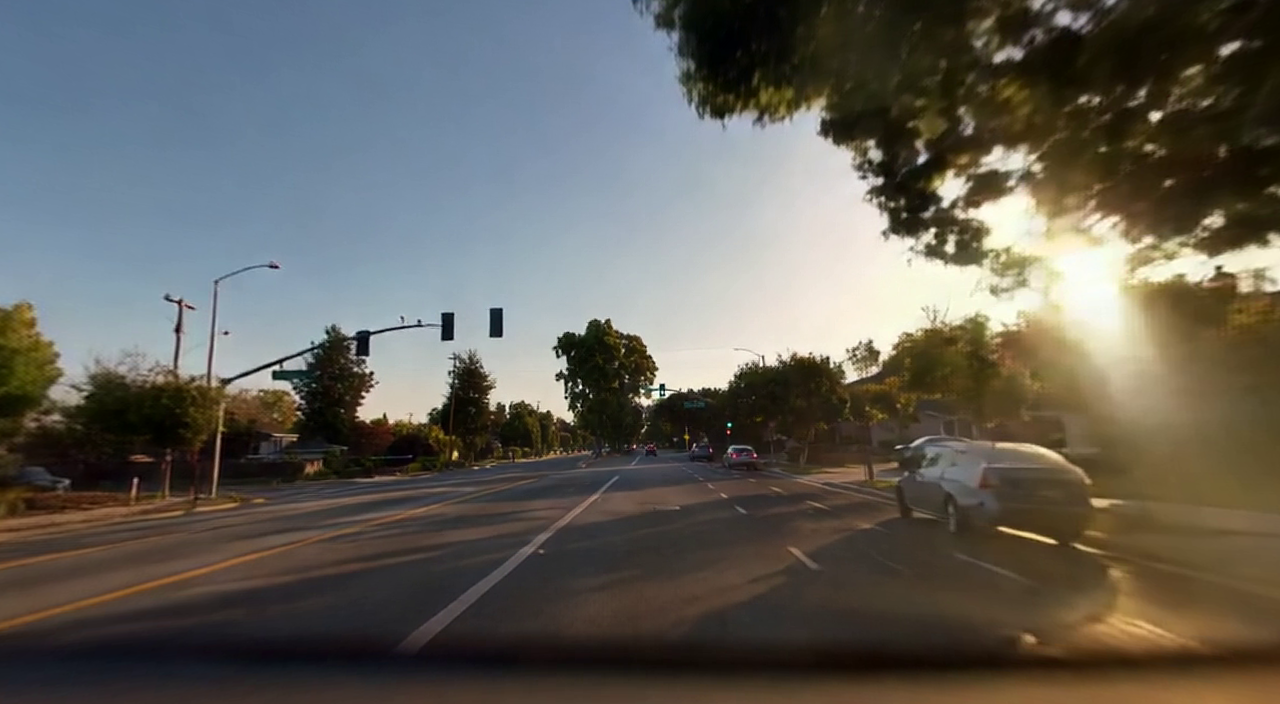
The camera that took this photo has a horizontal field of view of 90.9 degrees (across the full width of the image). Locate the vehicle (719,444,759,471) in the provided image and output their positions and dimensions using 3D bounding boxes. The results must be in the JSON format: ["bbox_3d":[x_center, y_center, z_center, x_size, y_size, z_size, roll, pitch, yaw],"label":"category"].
[{"bbox_3d":[6.056,6.512,39.092,1.855,1.520,4.808,0,-9,2],"label":"vehicle"}]

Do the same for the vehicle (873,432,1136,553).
[{"bbox_3d":[5.557,2.164,10.396,1.950,1.567,4.083,0,-9,1],"label":"vehicle"}]

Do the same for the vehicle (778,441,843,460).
[{"bbox_3d":[13.236,7.644,49.059,4.461,1.461,1.805,0,-9,0],"label":"vehicle"}]
